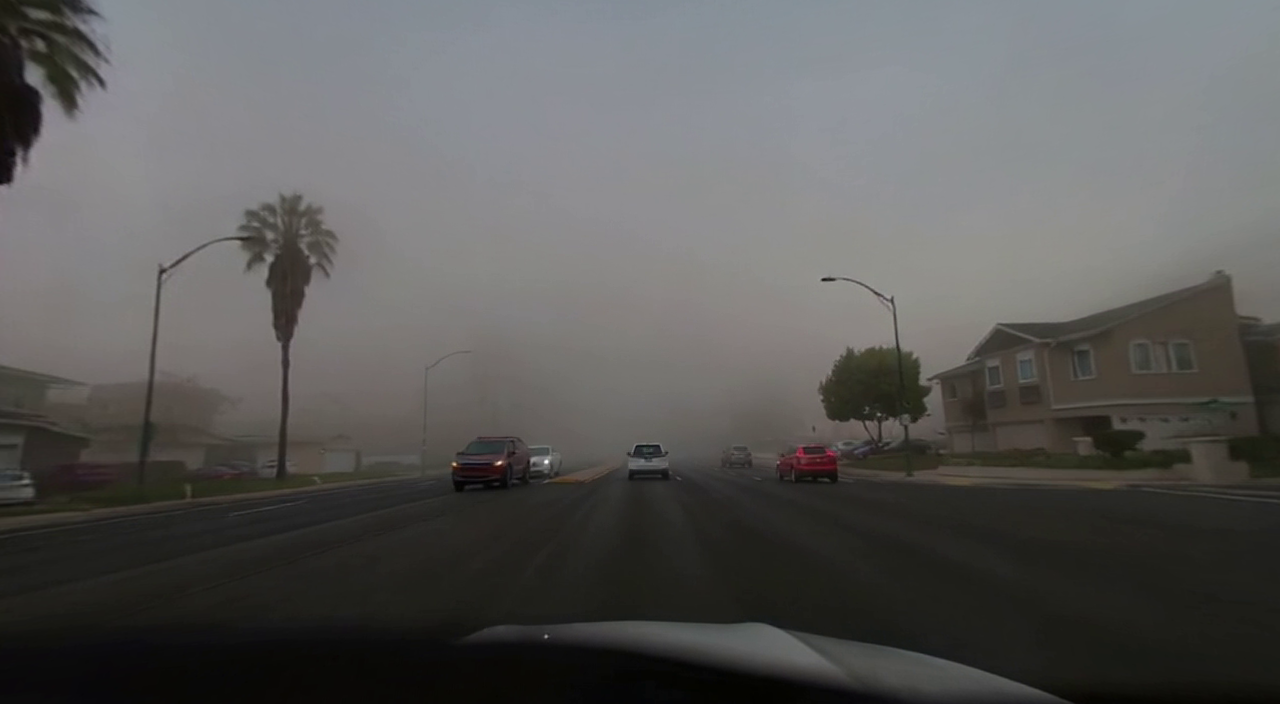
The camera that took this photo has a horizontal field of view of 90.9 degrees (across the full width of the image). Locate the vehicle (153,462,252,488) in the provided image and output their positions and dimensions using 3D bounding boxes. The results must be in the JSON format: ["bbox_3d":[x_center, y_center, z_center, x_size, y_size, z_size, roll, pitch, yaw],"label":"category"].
[{"bbox_3d":[-26.394,7.411,38.132,4.548,1.441,1.946,0,-8,2],"label":"vehicle"}]

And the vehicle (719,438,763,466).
[{"bbox_3d":[7.516,7.506,47.475,2.436,2.010,5.595,0,-9,0],"label":"vehicle"}]

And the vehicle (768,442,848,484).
[{"bbox_3d":[6.411,4.269,24.528,1.897,1.477,4.360,0,-9,0],"label":"vehicle"}]

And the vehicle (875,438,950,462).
[{"bbox_3d":[19.049,6.847,44.202,4.368,1.499,1.828,-2,-8,2],"label":"vehicle"}]

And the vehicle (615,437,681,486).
[{"bbox_3d":[0.234,4.125,24.086,2.289,1.679,4.180,0,-9,-1],"label":"vehicle"}]

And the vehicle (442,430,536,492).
[{"bbox_3d":[-5.213,3.822,22.488,2.193,1.967,4.600,0,-9,0],"label":"vehicle"}]

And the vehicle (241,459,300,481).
[{"bbox_3d":[-26.563,8.466,45.485,1.726,1.442,4.081,0,-9,1],"label":"vehicle"}]
